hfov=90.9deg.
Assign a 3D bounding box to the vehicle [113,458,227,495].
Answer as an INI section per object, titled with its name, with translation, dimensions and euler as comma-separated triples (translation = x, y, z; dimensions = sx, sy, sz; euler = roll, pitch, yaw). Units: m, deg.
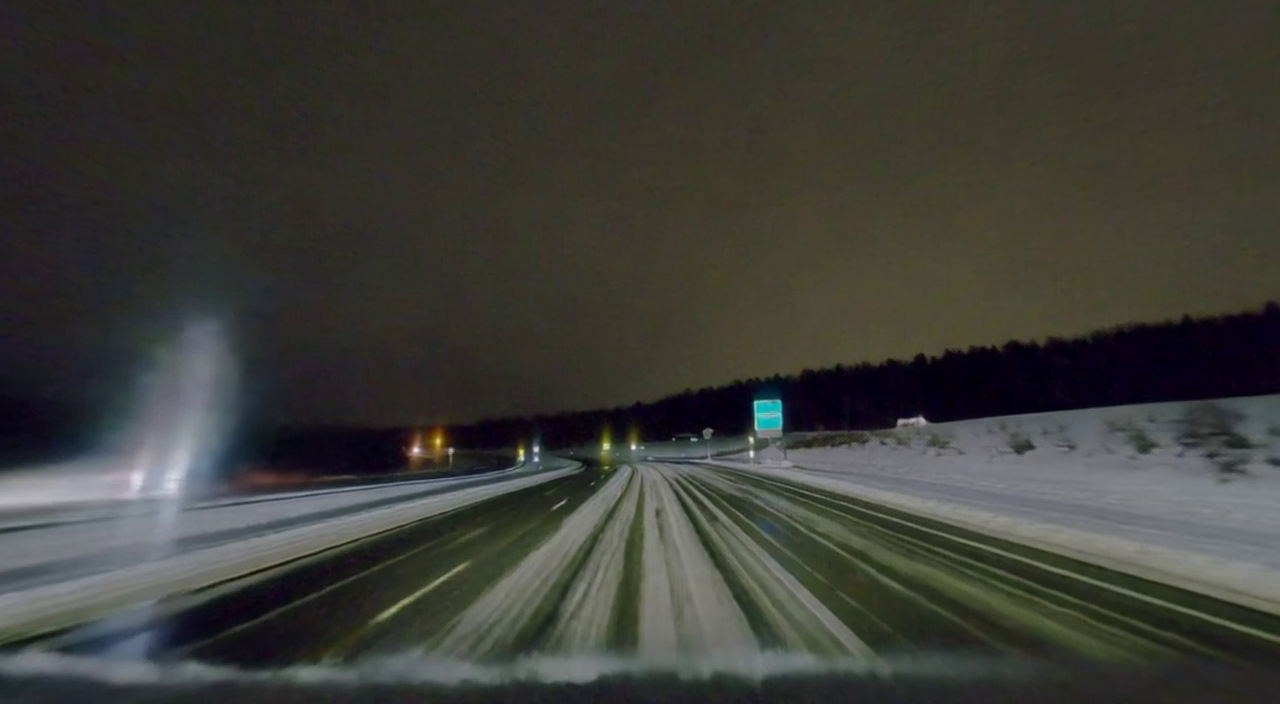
[vehicle]
translation = -22.825, 6.024, 30.908
dimensions = 1.949, 1.565, 4.686
euler = 0, -9, 0
